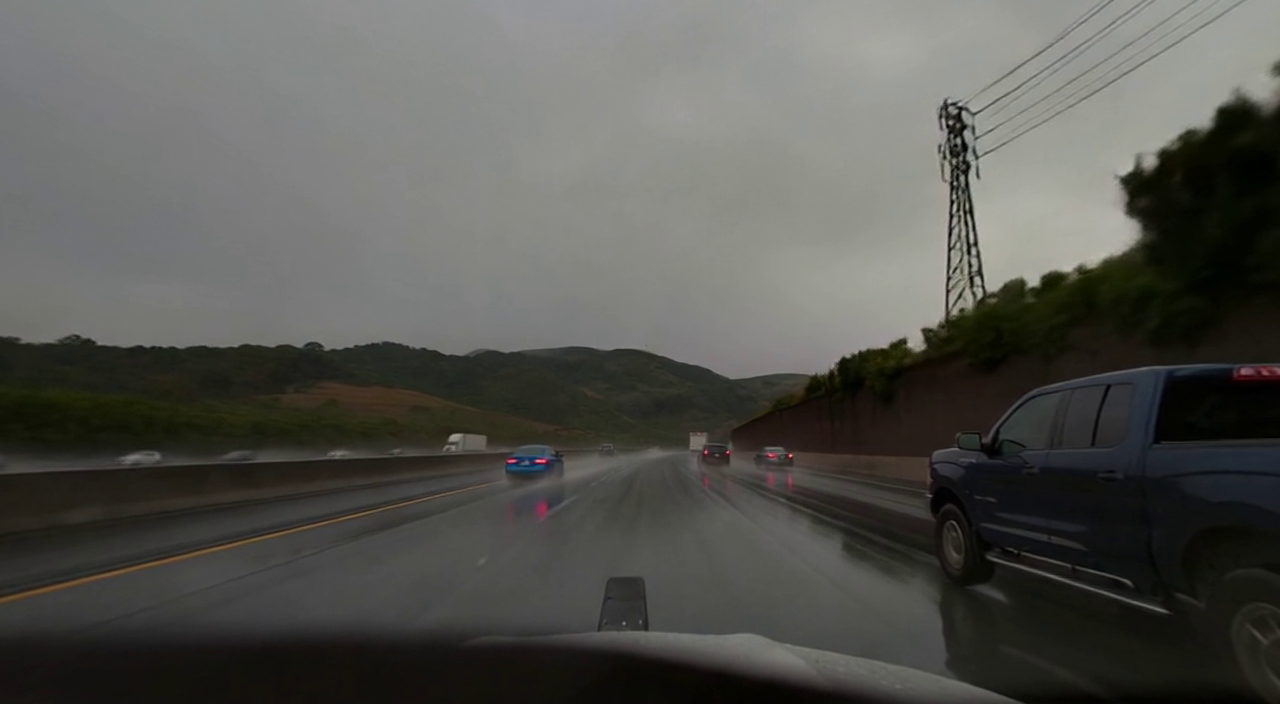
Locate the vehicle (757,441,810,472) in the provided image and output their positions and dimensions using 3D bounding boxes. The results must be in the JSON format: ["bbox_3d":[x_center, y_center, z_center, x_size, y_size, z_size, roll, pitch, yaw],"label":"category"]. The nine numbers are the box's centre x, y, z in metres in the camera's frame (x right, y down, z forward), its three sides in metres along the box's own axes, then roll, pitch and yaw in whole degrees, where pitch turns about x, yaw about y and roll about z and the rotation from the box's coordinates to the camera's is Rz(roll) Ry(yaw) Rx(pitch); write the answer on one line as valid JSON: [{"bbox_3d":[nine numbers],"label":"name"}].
[{"bbox_3d":[8.186,5.977,36.388,1.986,1.633,4.430,0,-9,0],"label":"vehicle"}]

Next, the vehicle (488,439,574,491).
[{"bbox_3d":[-3.688,3.924,22.304,2.113,1.636,4.494,-1,-9,2],"label":"vehicle"}]

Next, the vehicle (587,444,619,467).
[{"bbox_3d":[-2.785,7.941,48.771,2.021,1.679,4.310,-1,-9,3],"label":"vehicle"}]

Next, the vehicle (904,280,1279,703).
[{"bbox_3d":[3.476,0.811,3.141,2.098,1.925,5.171,0,-9,1],"label":"vehicle"}]

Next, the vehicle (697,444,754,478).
[{"bbox_3d":[3.923,5.057,29.586,2.046,1.471,4.333,0,-9,0],"label":"vehicle"}]
